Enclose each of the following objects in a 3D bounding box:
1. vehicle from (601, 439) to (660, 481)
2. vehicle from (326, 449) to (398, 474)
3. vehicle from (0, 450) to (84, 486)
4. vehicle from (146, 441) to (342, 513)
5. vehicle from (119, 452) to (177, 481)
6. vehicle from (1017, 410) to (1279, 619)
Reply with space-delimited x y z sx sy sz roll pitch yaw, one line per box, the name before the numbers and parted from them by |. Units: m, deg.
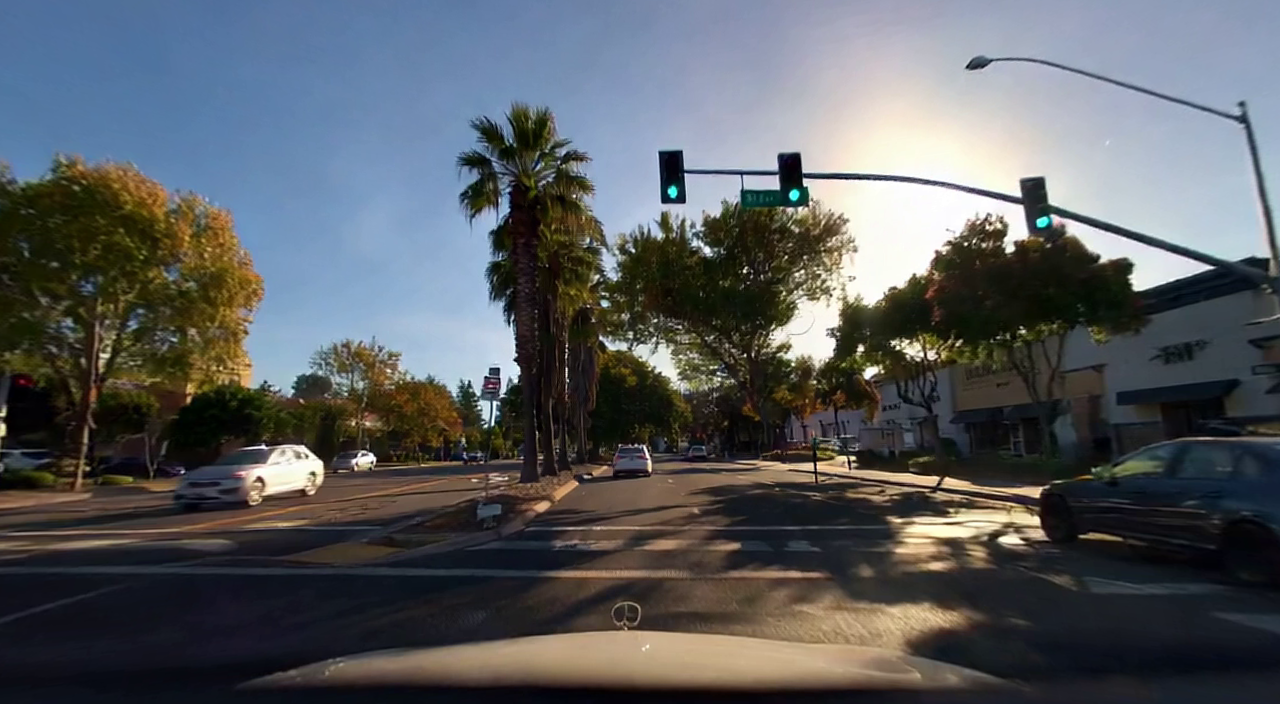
vehicle | -0.349 4.181 24.716 2.106 1.496 3.964 0 -9 0
vehicle | -18.348 7.214 41.907 1.968 1.524 4.390 -2 -9 15
vehicle | -32.039 5.936 32.674 2.031 1.736 5.062 0 -9 -1
vehicle | -8.921 2.827 14.781 1.830 1.431 4.240 0 -9 0
vehicle | -27.795 6.455 35.837 2.033 1.488 4.497 5 -10 -32
vehicle | 6.150 1.442 6.029 2.244 1.618 4.585 0 -9 0
